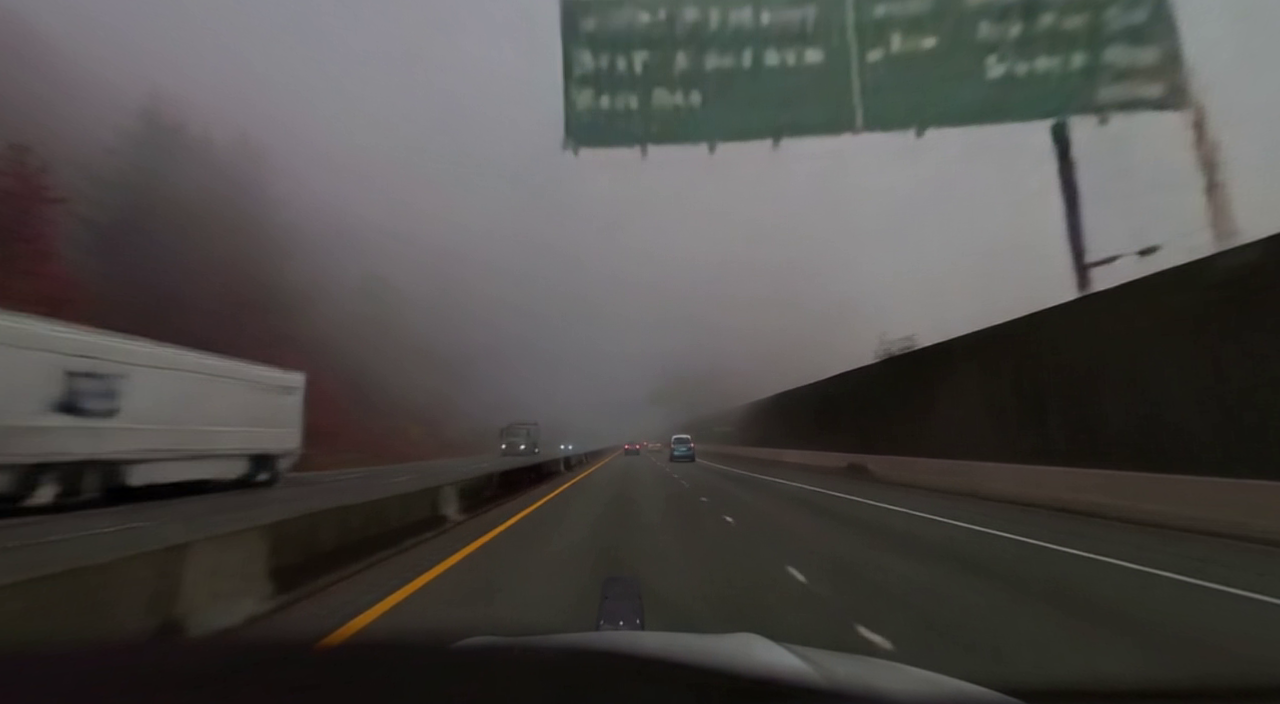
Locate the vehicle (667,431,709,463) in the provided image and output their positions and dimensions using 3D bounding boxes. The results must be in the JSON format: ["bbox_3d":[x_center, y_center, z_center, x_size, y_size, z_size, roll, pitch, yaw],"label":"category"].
[{"bbox_3d":[3.247,6.595,43.722,2.393,2.072,4.958,0,-8,-2],"label":"vehicle"}]

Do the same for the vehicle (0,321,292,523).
[{"bbox_3d":[-12.448,1.833,15.674,2.851,3.723,8.024,0,-8,0],"label":"vehicle"}]
